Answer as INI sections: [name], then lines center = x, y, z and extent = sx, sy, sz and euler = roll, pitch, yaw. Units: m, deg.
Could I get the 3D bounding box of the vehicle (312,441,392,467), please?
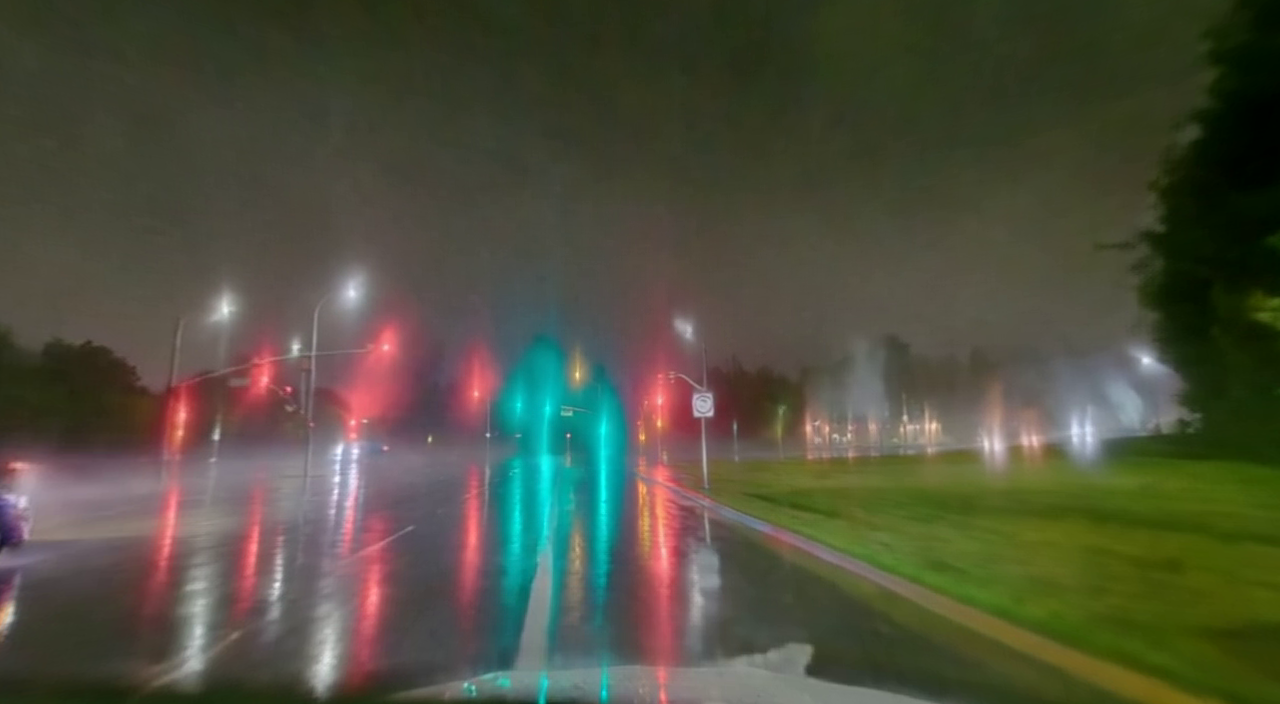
[vehicle]
center = -18.458, 6.530, 40.600
extent = 1.837, 1.530, 4.570
euler = -4, -9, 23
